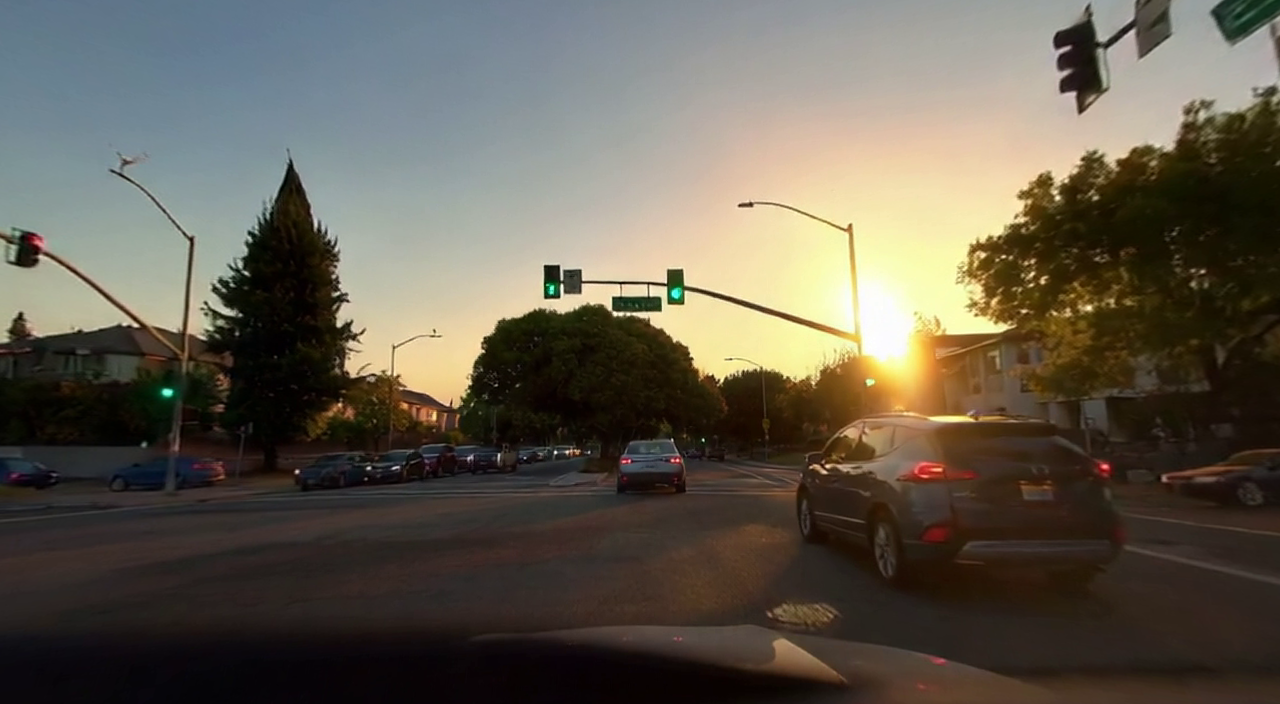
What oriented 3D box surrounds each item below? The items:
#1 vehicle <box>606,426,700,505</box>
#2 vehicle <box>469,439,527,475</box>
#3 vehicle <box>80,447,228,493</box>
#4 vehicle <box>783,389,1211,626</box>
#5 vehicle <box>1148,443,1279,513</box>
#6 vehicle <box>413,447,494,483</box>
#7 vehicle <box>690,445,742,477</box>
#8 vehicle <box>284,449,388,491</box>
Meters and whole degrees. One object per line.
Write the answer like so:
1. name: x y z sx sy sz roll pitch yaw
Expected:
1. vehicle: 0.301 2.959 16.955 2.185 1.822 4.391 0 -8 0
2. vehicle: -8.218 6.086 36.903 2.182 1.939 4.889 0 -8 1
3. vehicle: -20.691 4.972 26.994 1.986 1.742 4.580 -7 -11 40
4. vehicle: 3.251 1.496 7.095 2.166 1.799 4.372 0 -8 -1
5. vehicle: 14.848 2.797 14.324 4.856 1.454 1.923 0 -8 1
6. vehicle: -8.123 4.935 27.925 2.083 1.420 4.702 0 -8 1
7. vehicle: 3.849 5.584 32.767 2.096 1.489 4.757 0 -8 0
8. vehicle: -12.102 4.707 25.478 1.959 1.450 4.487 0 -8 1
